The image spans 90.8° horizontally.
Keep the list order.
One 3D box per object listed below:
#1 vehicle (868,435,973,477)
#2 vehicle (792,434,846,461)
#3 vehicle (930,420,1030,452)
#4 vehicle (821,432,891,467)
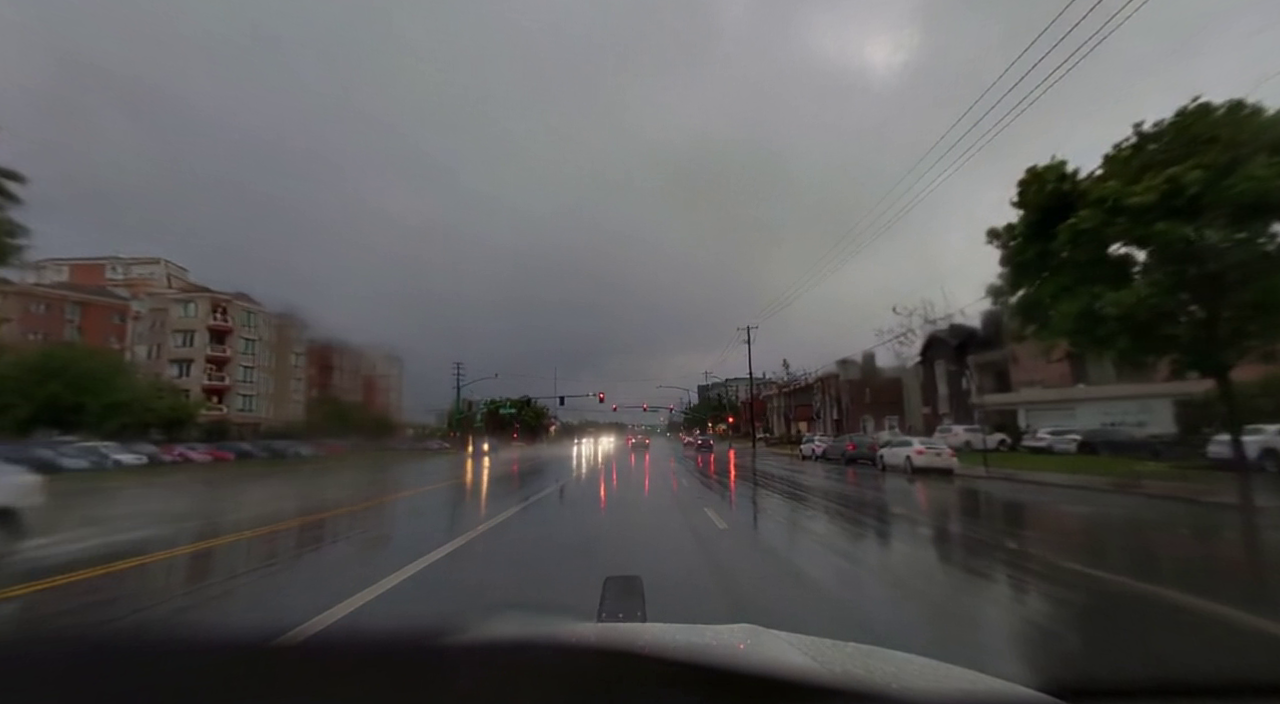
[{"bbox_3d":[10.362,3.873,23.758,1.861,1.446,4.413,0,-8,-1],"label":"vehicle"},{"bbox_3d":[10.428,5.605,37.051,1.948,1.489,4.276,0,-8,1],"label":"vehicle"},{"bbox_3d":[21.213,5.252,39.564,5.047,1.904,2.012,0,-8,1],"label":"vehicle"},{"bbox_3d":[10.601,4.810,31.276,1.905,1.597,4.040,0,-8,-2],"label":"vehicle"}]
